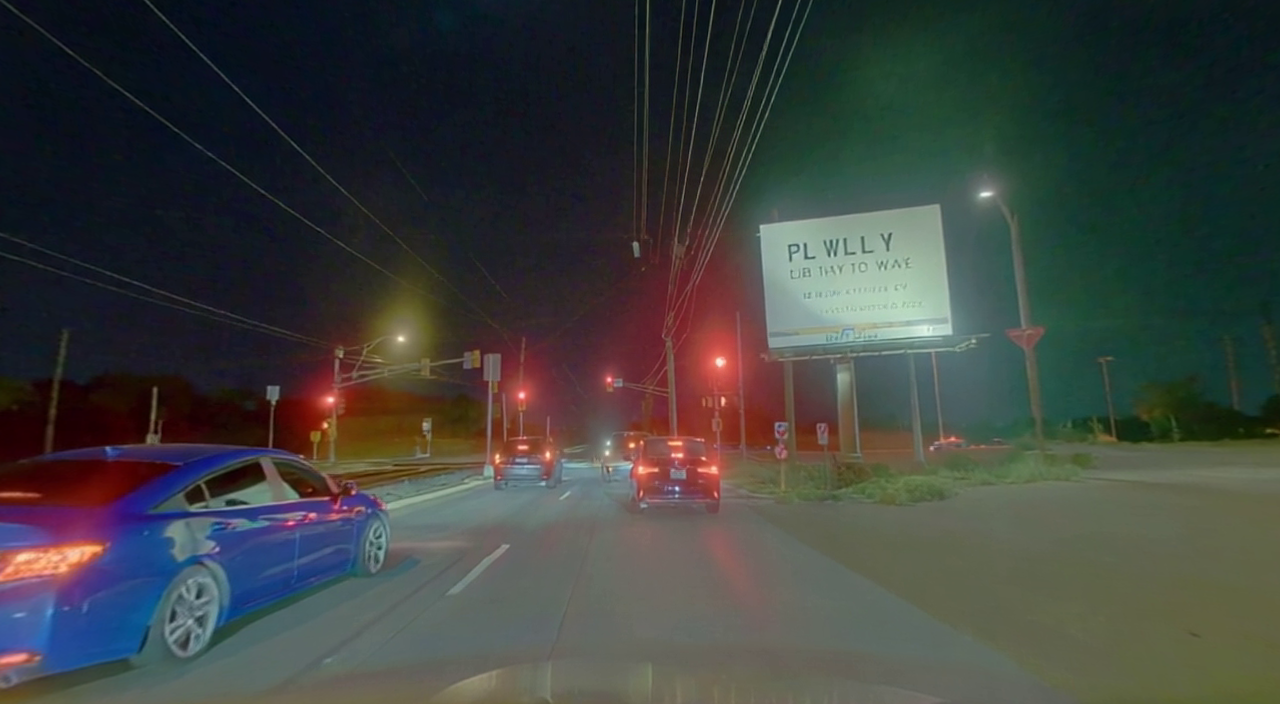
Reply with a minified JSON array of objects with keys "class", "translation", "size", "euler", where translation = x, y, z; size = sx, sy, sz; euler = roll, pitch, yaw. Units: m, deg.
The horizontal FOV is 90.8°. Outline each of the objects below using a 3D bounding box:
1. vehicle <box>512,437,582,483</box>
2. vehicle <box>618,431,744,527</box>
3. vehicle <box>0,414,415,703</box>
[{"class":"vehicle","translation":[-3.261,3.894,22.950],"size":[1.984,1.505,4.047],"euler":[0,-9,-1]},{"class":"vehicle","translation":[0.592,2.352,12.195],"size":[1.998,1.529,3.960],"euler":[0,-9,-2]},{"class":"vehicle","translation":[-3.591,1.359,5.010],"size":[1.956,1.468,4.585],"euler":[0,-9,0]}]
